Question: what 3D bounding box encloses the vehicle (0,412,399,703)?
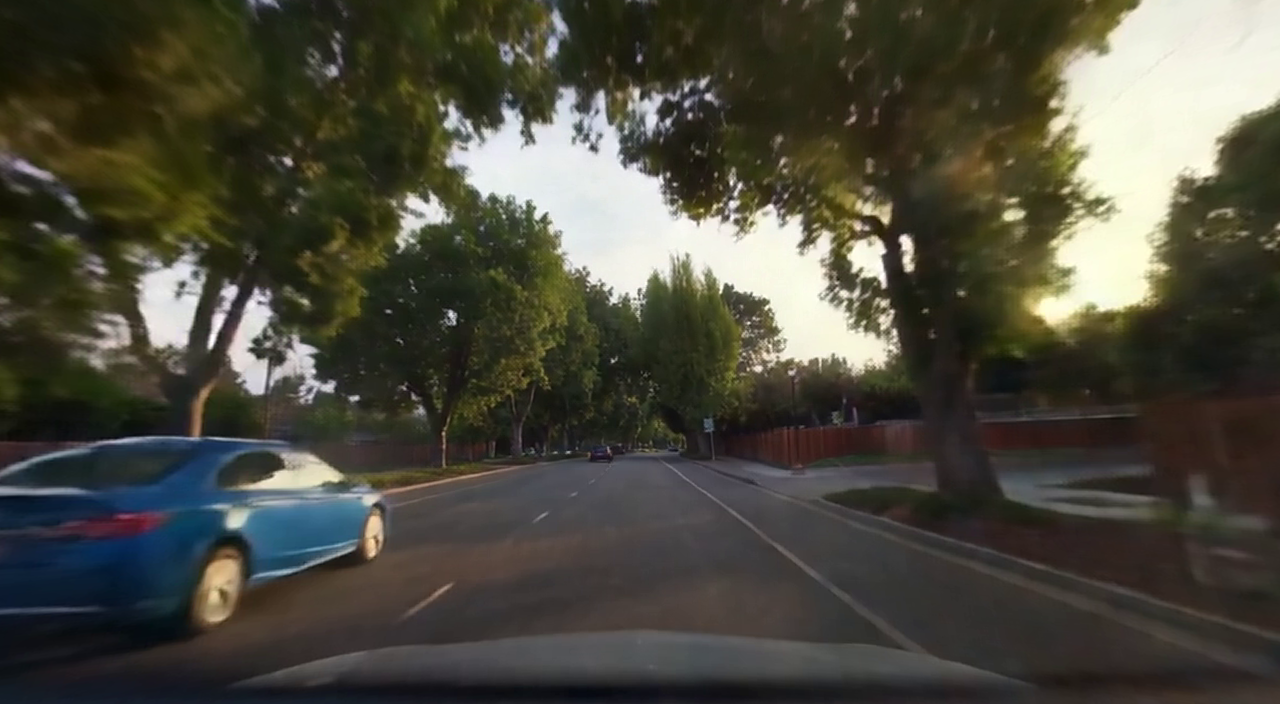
[{"bbox_3d":[-3.768,1.323,5.138,1.870,1.431,4.317,0,-9,1],"label":"vehicle"}]
